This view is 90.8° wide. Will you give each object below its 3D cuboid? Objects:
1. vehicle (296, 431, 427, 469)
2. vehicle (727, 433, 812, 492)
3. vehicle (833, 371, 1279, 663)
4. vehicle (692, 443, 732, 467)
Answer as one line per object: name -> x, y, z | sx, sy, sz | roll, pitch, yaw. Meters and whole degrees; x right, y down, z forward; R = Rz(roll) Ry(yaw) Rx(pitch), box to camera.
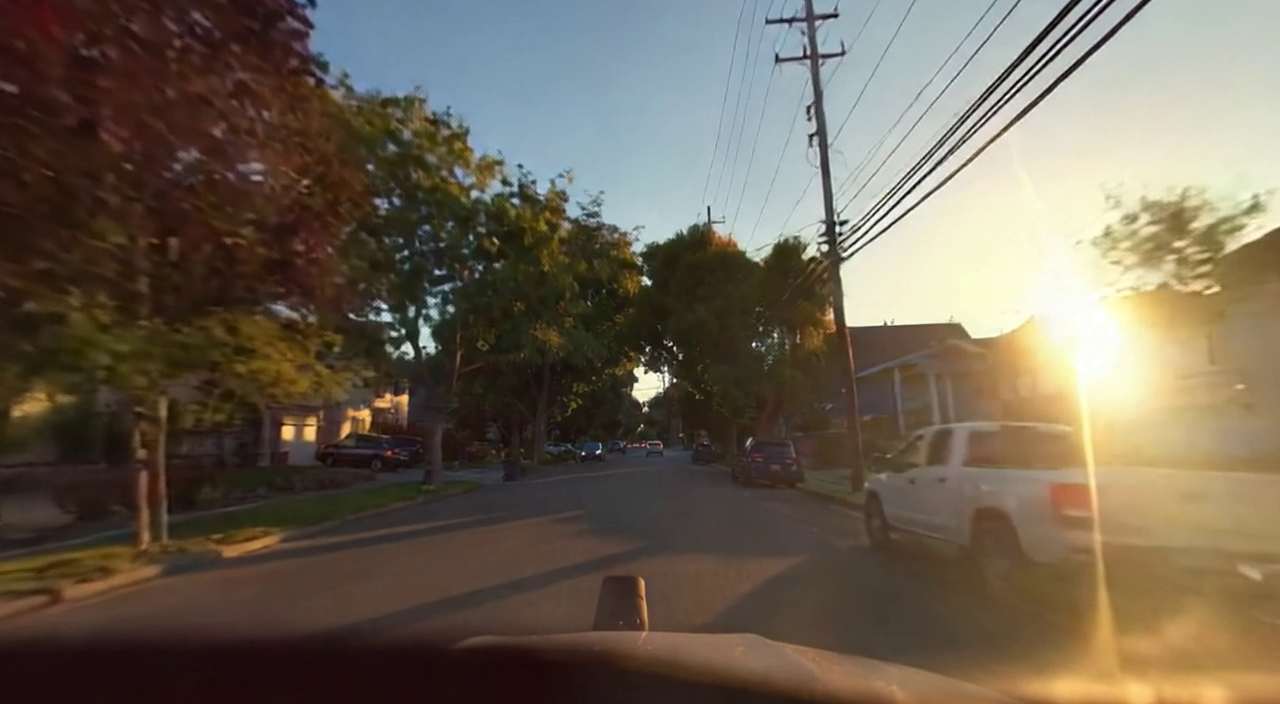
vehicle -> -12.259, 4.346, 28.069 | 4.792, 1.521, 2.077 | 1, -8, 1
vehicle -> 4.267, 3.720, 21.656 | 2.066, 1.753, 4.877 | -1, -8, 2
vehicle -> 3.894, 1.400, 6.522 | 2.280, 1.820, 5.001 | 0, -8, 1
vehicle -> 4.581, 6.632, 40.775 | 2.031, 1.471, 4.328 | 0, -8, -1
